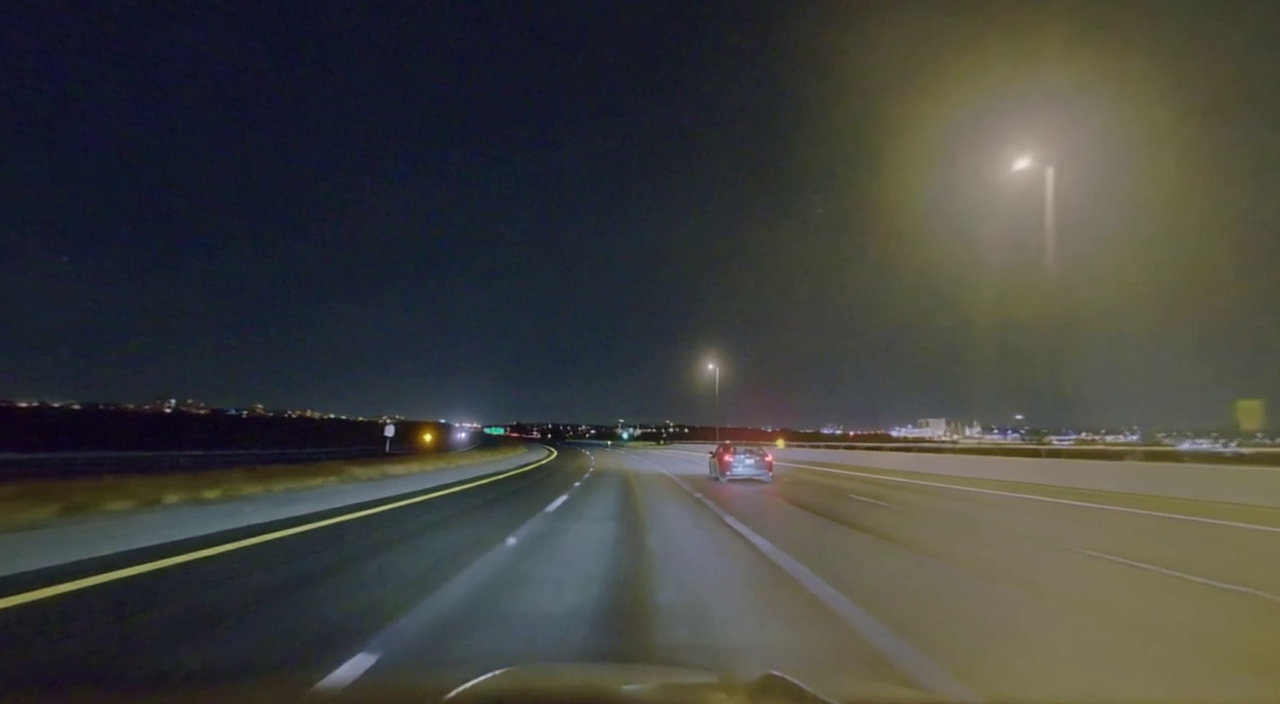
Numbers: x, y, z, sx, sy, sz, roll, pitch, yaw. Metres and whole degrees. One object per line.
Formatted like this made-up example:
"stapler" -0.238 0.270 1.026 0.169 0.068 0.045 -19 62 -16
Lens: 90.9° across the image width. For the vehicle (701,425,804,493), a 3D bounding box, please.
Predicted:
"vehicle" 3.069 3.033 18.204 2.059 1.715 4.192 0 -8 -2
